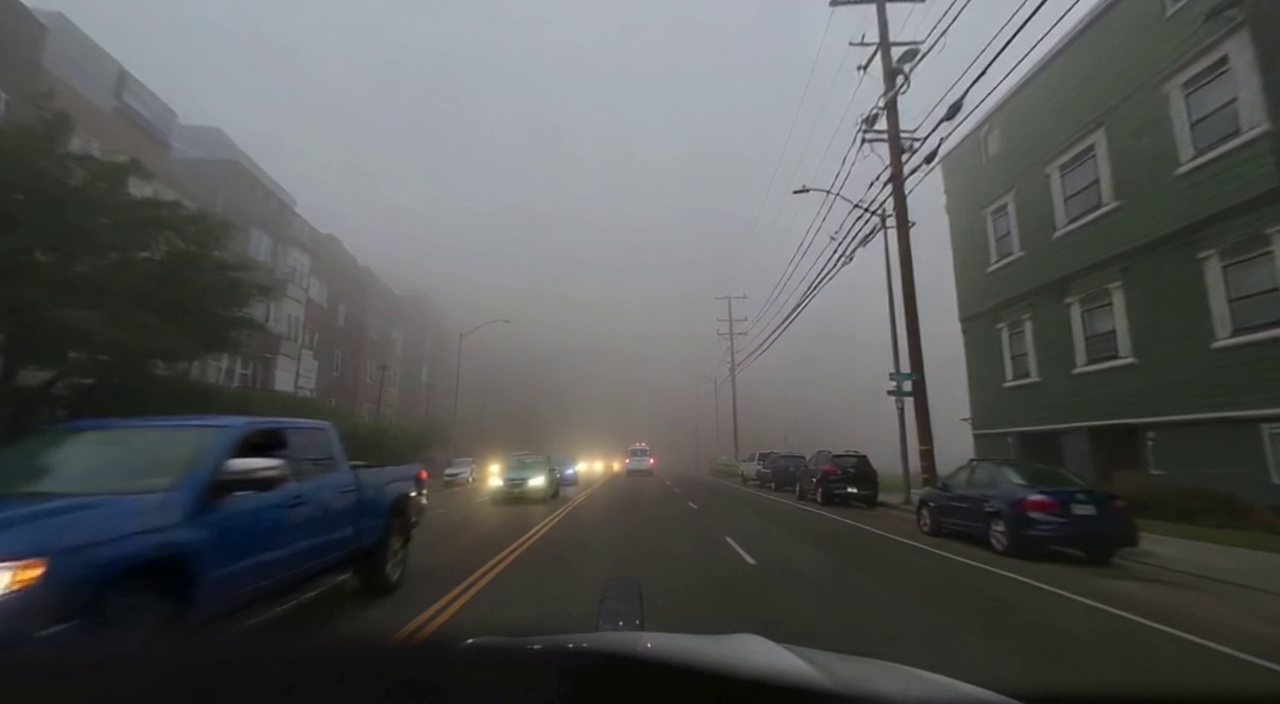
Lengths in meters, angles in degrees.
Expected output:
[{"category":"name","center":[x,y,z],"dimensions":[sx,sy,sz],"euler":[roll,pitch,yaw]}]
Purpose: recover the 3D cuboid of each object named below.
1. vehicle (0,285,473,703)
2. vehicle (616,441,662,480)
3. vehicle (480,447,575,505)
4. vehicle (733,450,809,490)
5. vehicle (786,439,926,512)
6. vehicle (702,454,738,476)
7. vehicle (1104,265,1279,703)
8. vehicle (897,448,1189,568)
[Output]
[{"category":"vehicle","center":[-2.665,1.022,3.570],"dimensions":[2.167,1.761,4.584],"euler":[0,-8,0]},{"category":"vehicle","center":[-0.008,5.781,34.080],"dimensions":[2.308,1.940,4.125],"euler":[0,-8,1]},{"category":"vehicle","center":[-3.215,3.619,18.970],"dimensions":[1.972,1.498,4.304],"euler":[0,-8,2]},{"category":"vehicle","center":[6.182,5.641,30.645],"dimensions":[2.350,1.706,5.901],"euler":[0,-9,-1]},{"category":"vehicle","center":[6.203,3.582,18.963],"dimensions":[2.211,1.884,5.031],"euler":[0,-9,-3]},{"category":"vehicle","center":[5.922,8.400,47.312],"dimensions":[1.943,1.490,4.783],"euler":[0,-9,-2]},{"category":"vehicle","center":[3.029,0.435,0.239],"dimensions":[2.027,1.907,4.736],"euler":[0,-8,-1]},{"category":"vehicle","center":[6.243,2.407,10.612],"dimensions":[1.964,1.550,4.424],"euler":[0,-9,0]}]
